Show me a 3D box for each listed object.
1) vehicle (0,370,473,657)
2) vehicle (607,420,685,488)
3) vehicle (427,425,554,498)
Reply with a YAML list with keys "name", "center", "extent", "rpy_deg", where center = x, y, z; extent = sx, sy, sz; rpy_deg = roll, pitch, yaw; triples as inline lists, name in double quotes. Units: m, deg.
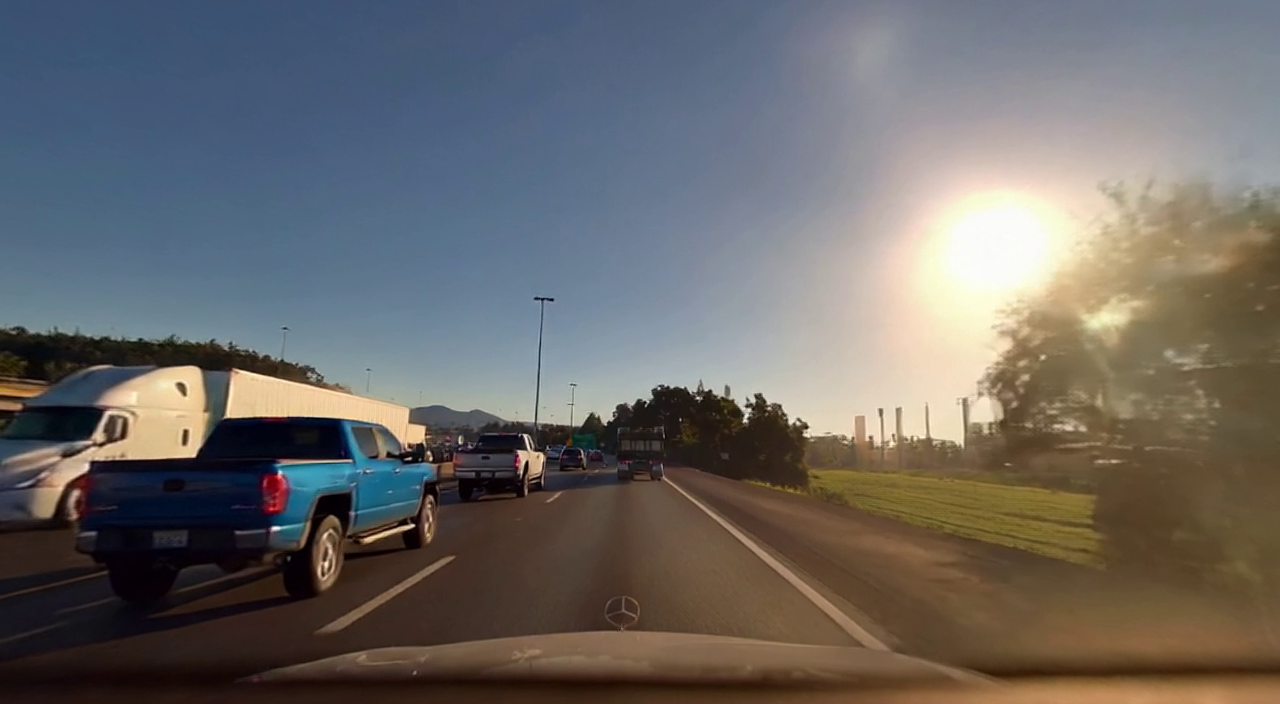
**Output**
- name: "vehicle"
  center: [-3.632, 1.421, 6.673]
  extent: [2.303, 1.835, 5.044]
  rpy_deg: [-1, -9, 1]
- name: "vehicle"
  center: [0.066, 4.373, 27.365]
  extent: [2.886, 2.471, 7.692]
  rpy_deg: [0, -9, -2]
- name: "vehicle"
  center: [-4.436, 3.402, 20.002]
  extent: [2.575, 1.958, 5.730]
  rpy_deg: [-1, -9, 1]
